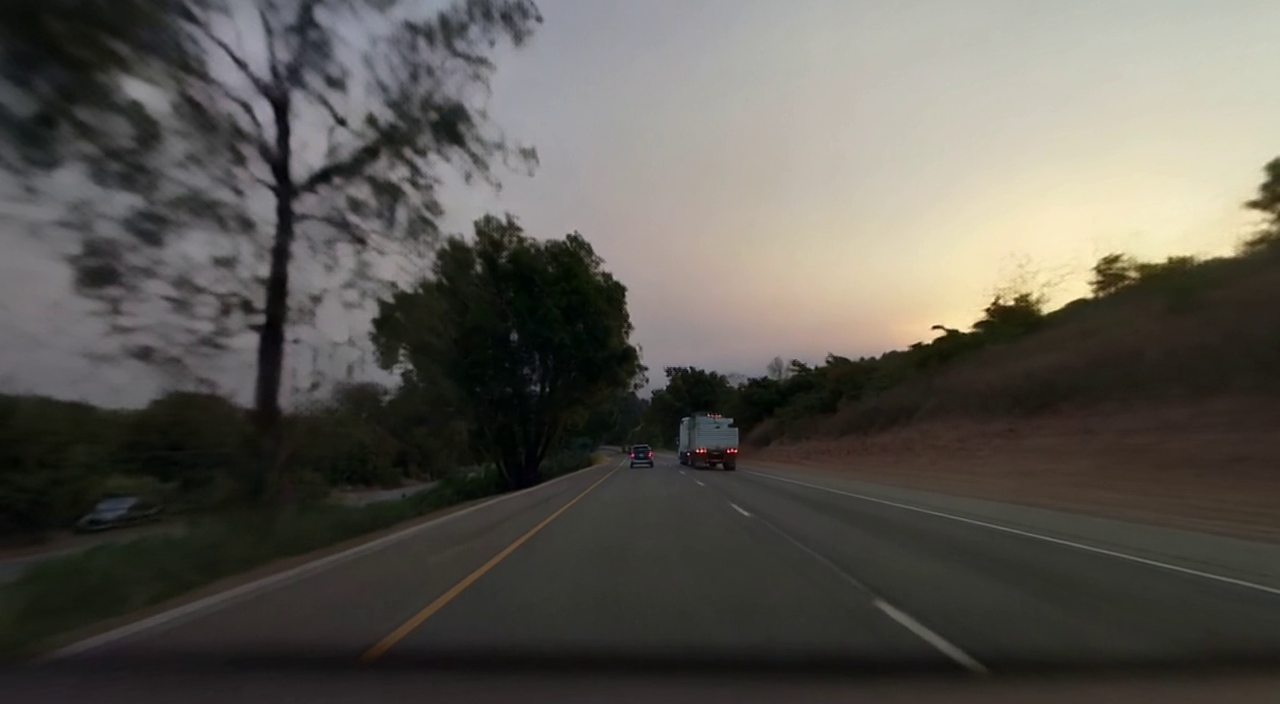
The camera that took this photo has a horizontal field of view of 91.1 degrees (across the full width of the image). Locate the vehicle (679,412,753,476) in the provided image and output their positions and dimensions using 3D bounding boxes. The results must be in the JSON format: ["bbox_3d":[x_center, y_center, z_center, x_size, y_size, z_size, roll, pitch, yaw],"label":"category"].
[{"bbox_3d":[4.061,5.208,35.509,3.015,3.211,7.982,0,-8,-1],"label":"vehicle"}]

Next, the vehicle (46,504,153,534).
[{"bbox_3d":[-35.275,10.895,41.024,5.050,1.668,2.065,0,-8,1],"label":"vehicle"}]

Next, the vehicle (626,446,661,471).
[{"bbox_3d":[0.257,6.925,41.117,2.170,1.544,4.373,0,-8,1],"label":"vehicle"}]
